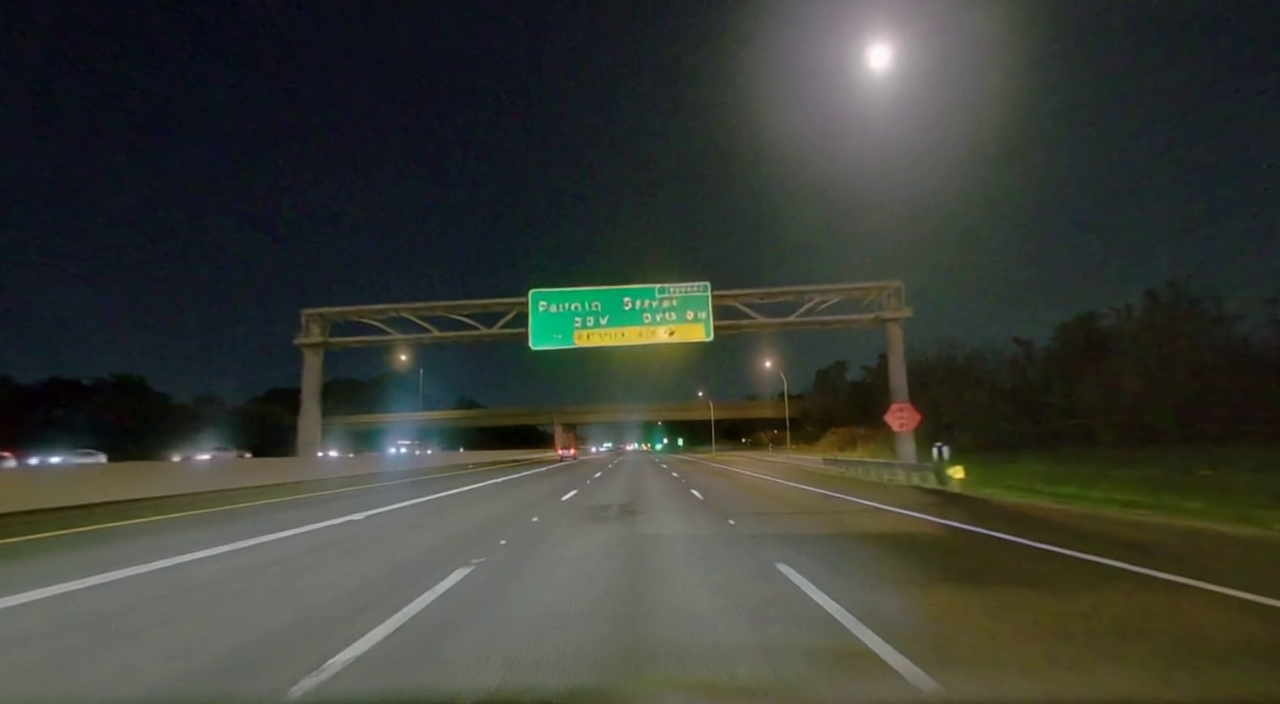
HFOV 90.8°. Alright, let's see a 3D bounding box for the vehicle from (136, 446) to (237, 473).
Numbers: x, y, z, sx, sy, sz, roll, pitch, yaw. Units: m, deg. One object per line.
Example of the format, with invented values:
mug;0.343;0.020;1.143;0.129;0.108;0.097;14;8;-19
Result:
vehicle;-25.716;6.092;36.080;2.073;1.396;4.944;0;-8;0
